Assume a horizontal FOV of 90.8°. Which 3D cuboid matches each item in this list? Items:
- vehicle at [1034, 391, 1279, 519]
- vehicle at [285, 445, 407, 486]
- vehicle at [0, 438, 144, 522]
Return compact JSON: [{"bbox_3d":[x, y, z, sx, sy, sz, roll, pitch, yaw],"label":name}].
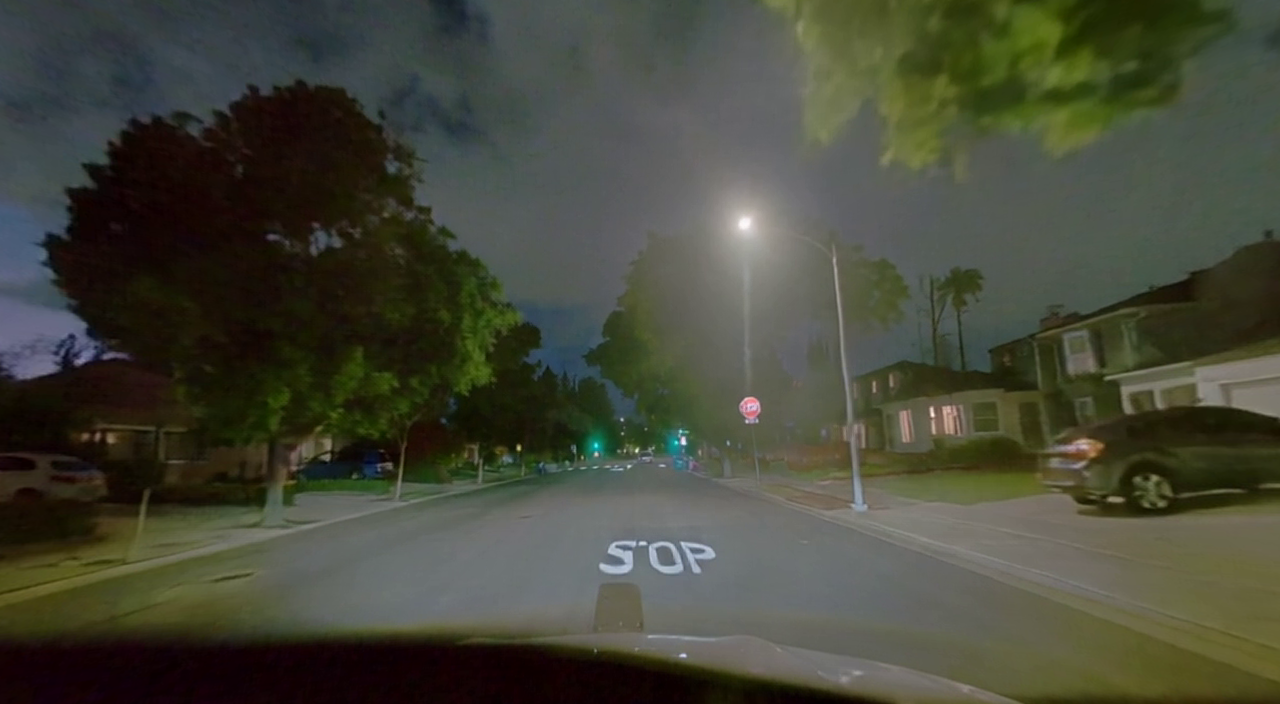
[{"bbox_3d":[9.854,1.689,10.539,5.234,1.868,2.014,1,-9,-4],"label":"vehicle"},{"bbox_3d":[-14.146,5.472,30.662,4.809,1.865,2.093,0,-9,-2],"label":"vehicle"},{"bbox_3d":[-14.663,2.939,14.875,4.493,1.776,1.997,-1,-9,9],"label":"vehicle"}]
